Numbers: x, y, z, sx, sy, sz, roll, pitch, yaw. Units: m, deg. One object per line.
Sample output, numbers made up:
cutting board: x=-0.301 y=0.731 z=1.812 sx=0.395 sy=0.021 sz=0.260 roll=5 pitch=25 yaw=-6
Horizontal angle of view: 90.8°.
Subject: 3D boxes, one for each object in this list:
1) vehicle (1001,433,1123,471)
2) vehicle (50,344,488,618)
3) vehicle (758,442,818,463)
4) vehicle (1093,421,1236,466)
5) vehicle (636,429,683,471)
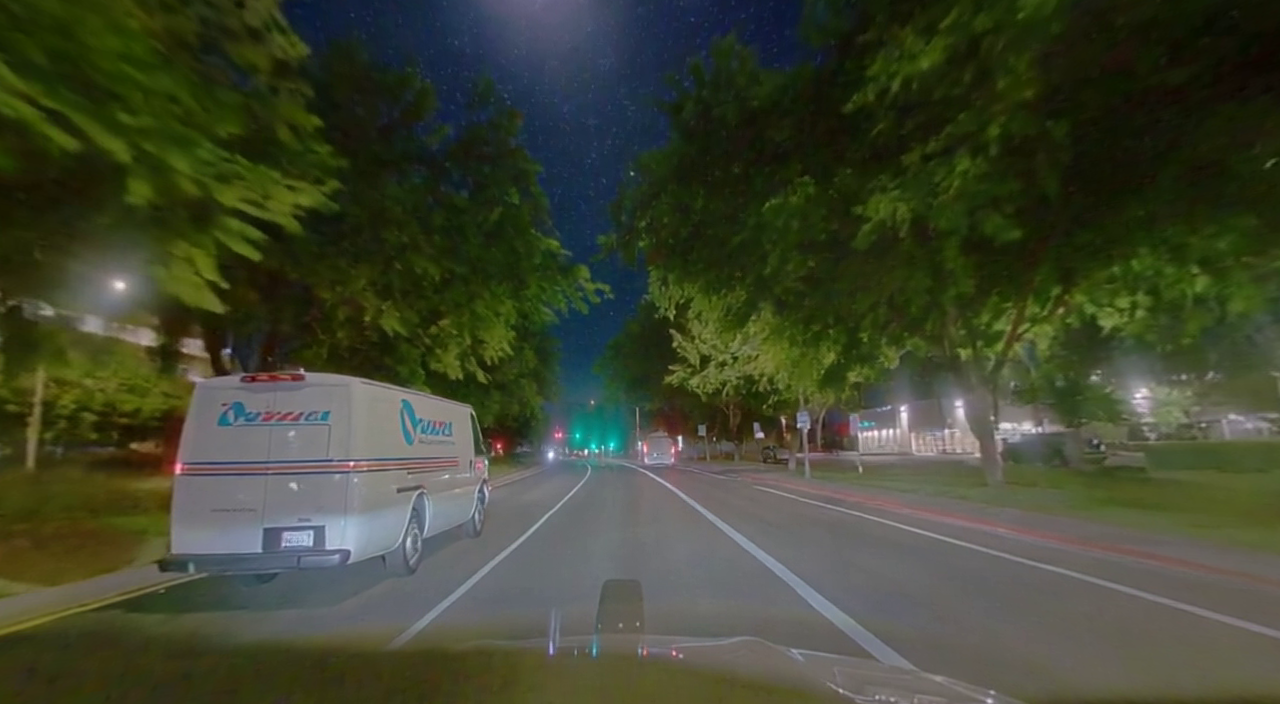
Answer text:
vehicle: x=18.322 y=4.377 z=27.718 sx=1.926 sy=1.517 sz=4.505 roll=1 pitch=-9 yaw=-5
vehicle: x=-3.562 y=1.395 z=7.485 sx=2.420 sy=2.227 sz=4.499 roll=0 pitch=-9 yaw=-1
vehicle: x=11.635 y=7.925 z=49.765 sx=4.117 sy=1.627 sz=2.086 roll=1 pitch=-9 yaw=-5
vehicle: x=23.373 y=4.154 z=28.458 sx=1.966 sy=1.798 sz=4.753 roll=1 pitch=-9 yaw=-7
vehicle: x=1.181 y=6.488 z=41.753 sx=2.397 sy=2.566 sz=5.324 roll=1 pitch=-9 yaw=-6
